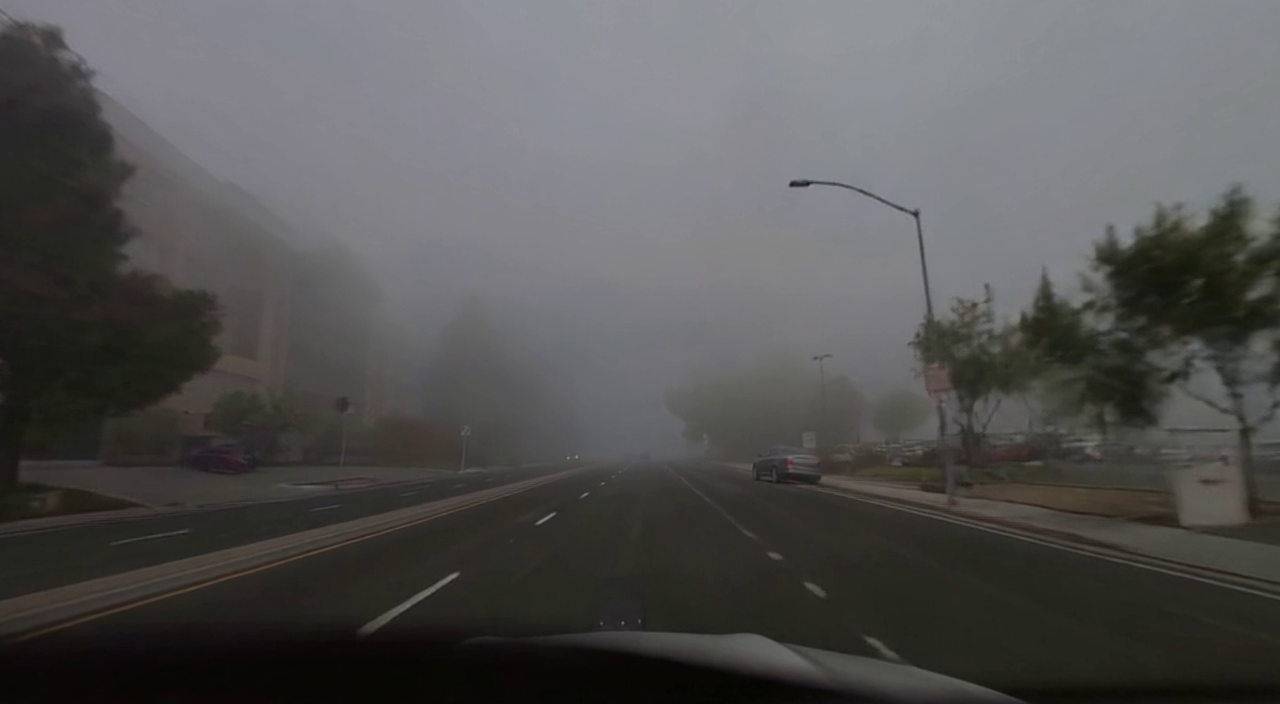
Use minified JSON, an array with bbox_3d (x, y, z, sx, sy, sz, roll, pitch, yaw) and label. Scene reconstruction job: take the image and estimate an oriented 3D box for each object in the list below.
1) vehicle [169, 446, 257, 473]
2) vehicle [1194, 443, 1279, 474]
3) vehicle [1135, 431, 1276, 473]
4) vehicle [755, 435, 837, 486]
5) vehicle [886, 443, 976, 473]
[{"bbox_3d":[-26.301,6.606,38.762,4.048,1.601,1.845,0,-8,-2],"label":"vehicle"},{"bbox_3d":[31.783,5.510,32.487,4.294,1.533,1.929,0,-9,0],"label":"vehicle"},{"bbox_3d":[32.183,5.707,35.887,5.753,2.022,2.104,-3,-8,3],"label":"vehicle"},{"bbox_3d":[7.126,5.018,29.441,2.365,2.138,5.499,0,-9,0],"label":"vehicle"},{"bbox_3d":[17.470,6.366,37.818,4.421,1.535,1.869,-2,-7,2],"label":"vehicle"}]
